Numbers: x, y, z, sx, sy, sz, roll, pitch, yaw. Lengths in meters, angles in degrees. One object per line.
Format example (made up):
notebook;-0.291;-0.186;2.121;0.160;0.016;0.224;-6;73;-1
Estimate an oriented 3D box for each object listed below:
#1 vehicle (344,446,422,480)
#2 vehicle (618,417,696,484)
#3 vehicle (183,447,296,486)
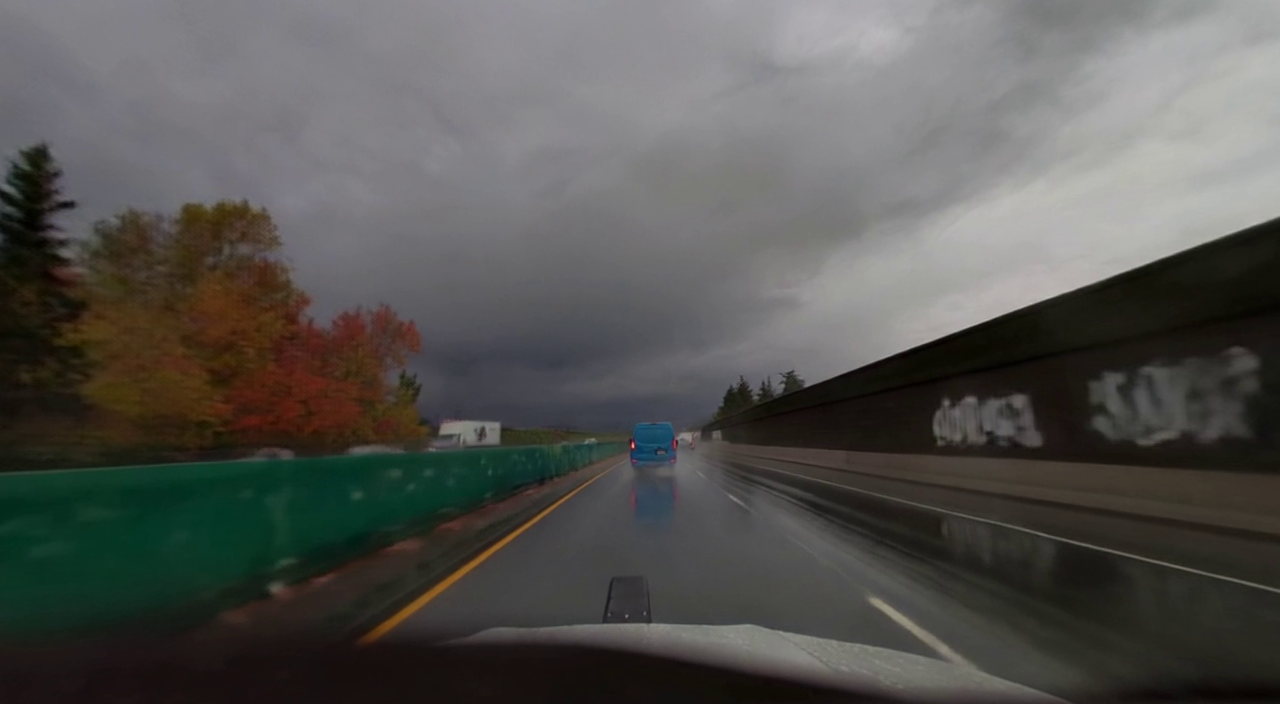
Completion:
vehicle;-12.274;5.283;30.334;1.855;1.477;4.307;0;-8;1
vehicle;0.517;3.221;20.709;2.283;1.956;4.421;0;-8;0
vehicle;-16.514;4.701;26.200;1.969;1.485;4.072;0;-8;1
